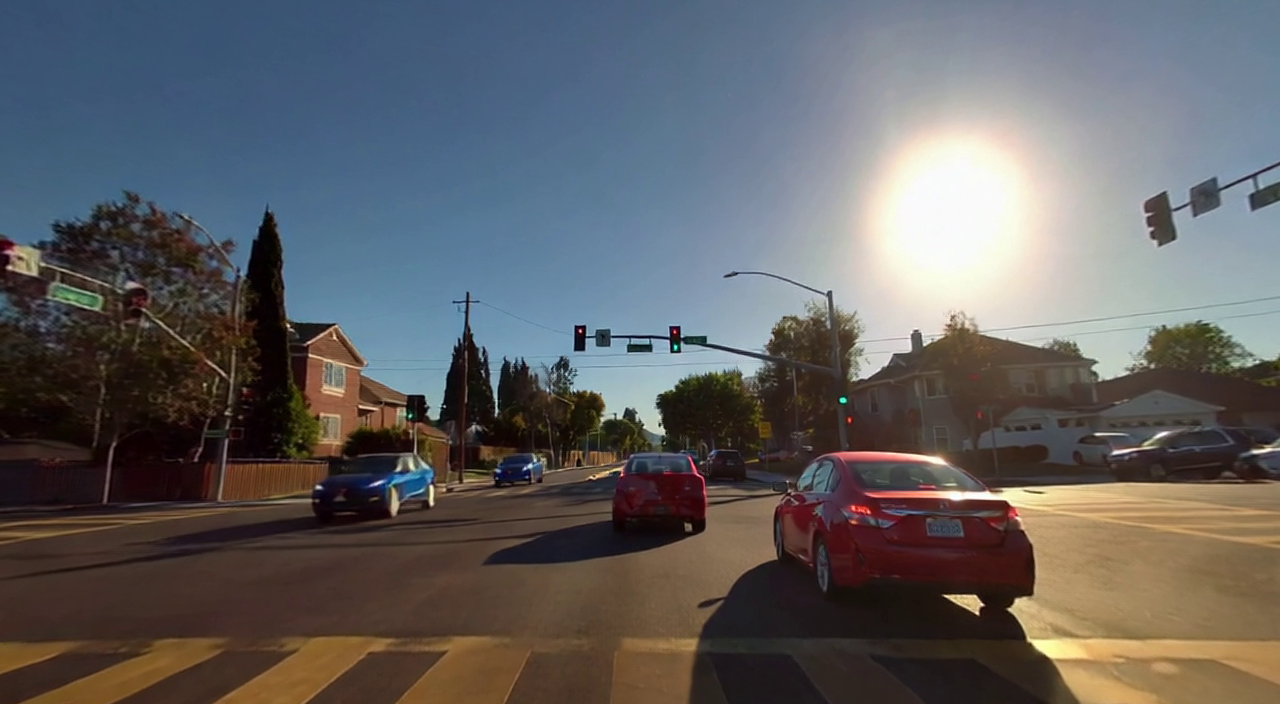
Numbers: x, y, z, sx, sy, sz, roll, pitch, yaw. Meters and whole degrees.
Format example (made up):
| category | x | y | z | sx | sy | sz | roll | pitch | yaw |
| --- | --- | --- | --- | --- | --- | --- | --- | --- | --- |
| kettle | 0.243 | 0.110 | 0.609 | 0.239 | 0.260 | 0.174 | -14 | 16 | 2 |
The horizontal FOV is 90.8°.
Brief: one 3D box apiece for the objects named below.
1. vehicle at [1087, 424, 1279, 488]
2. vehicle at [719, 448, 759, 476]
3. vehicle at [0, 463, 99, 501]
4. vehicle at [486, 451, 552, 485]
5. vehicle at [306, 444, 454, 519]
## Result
| category | x | y | z | sx | sy | sz | roll | pitch | yaw |
| --- | --- | --- | --- | --- | --- | --- | --- | --- | --- |
| vehicle | 15.975 | 2.985 | 18.224 | 4.452 | 1.711 | 2.186 | 0 | -8 | 1 |
| vehicle | 6.088 | 6.781 | 39.257 | 1.891 | 1.611 | 4.269 | 0 | -8 | 1 |
| vehicle | -30.197 | 6.381 | 31.266 | 2.106 | 1.586 | 5.009 | -1 | -8 | 4 |
| vehicle | -6.199 | 6.018 | 33.143 | 2.270 | 1.605 | 4.958 | 0 | -8 | 3 |
| vehicle | -6.580 | 3.288 | 16.616 | 1.982 | 1.686 | 4.195 | 0 | -8 | 2 |
